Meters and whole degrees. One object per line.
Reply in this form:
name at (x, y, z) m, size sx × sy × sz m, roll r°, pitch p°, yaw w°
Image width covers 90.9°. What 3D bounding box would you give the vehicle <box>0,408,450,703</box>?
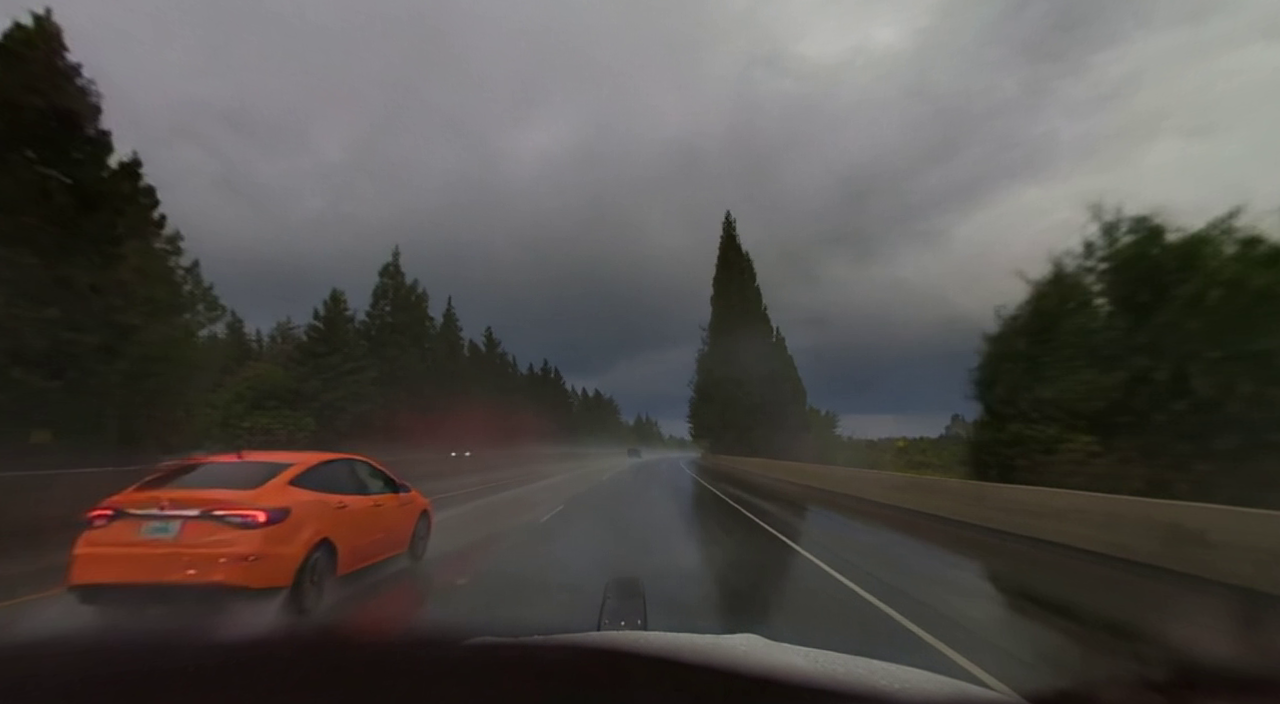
vehicle at (-3.219, 1.352, 5.210) m, size 1.934 × 1.486 × 4.115 m, roll 0°, pitch -9°, yaw 1°
